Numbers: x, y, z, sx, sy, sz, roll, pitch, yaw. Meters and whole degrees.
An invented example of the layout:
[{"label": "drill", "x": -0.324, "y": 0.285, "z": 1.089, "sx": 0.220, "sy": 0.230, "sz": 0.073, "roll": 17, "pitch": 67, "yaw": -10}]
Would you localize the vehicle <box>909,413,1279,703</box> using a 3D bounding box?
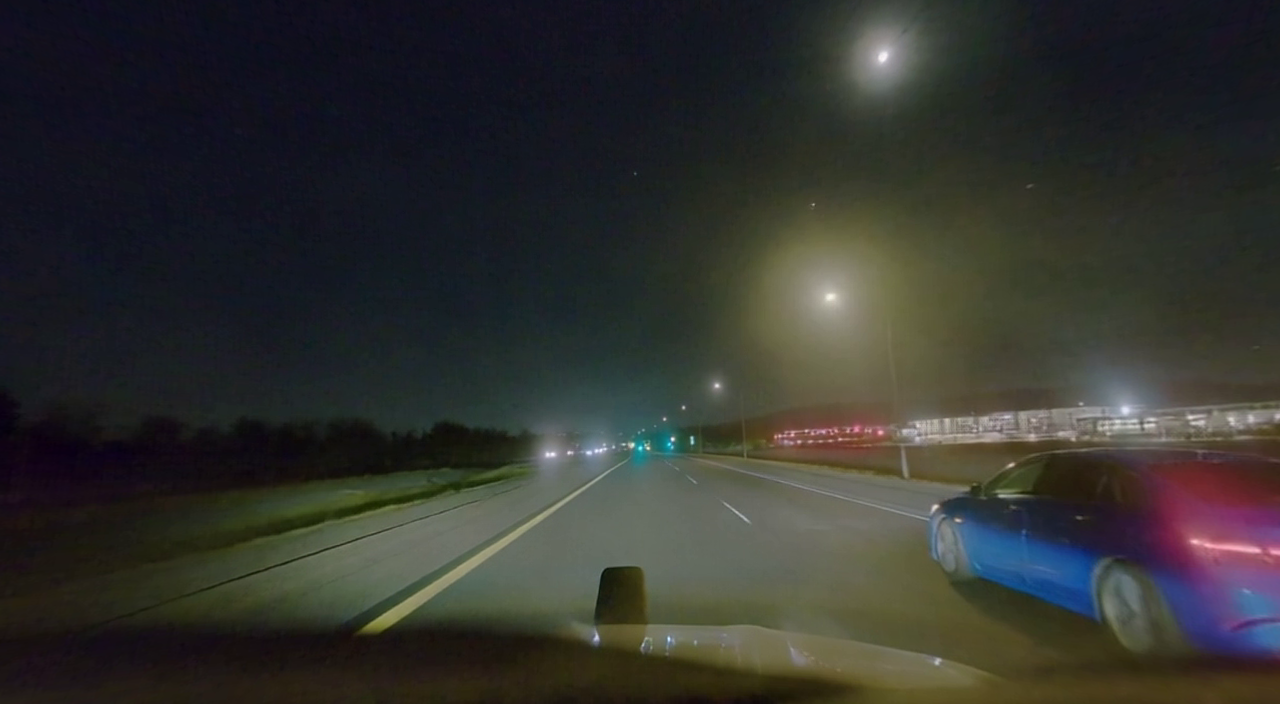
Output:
[{"label": "vehicle", "x": 4.139, "y": 1.303, "z": 4.790, "sx": 2.053, "sy": 1.490, "sz": 4.799, "roll": 0, "pitch": -8, "yaw": 0}]
